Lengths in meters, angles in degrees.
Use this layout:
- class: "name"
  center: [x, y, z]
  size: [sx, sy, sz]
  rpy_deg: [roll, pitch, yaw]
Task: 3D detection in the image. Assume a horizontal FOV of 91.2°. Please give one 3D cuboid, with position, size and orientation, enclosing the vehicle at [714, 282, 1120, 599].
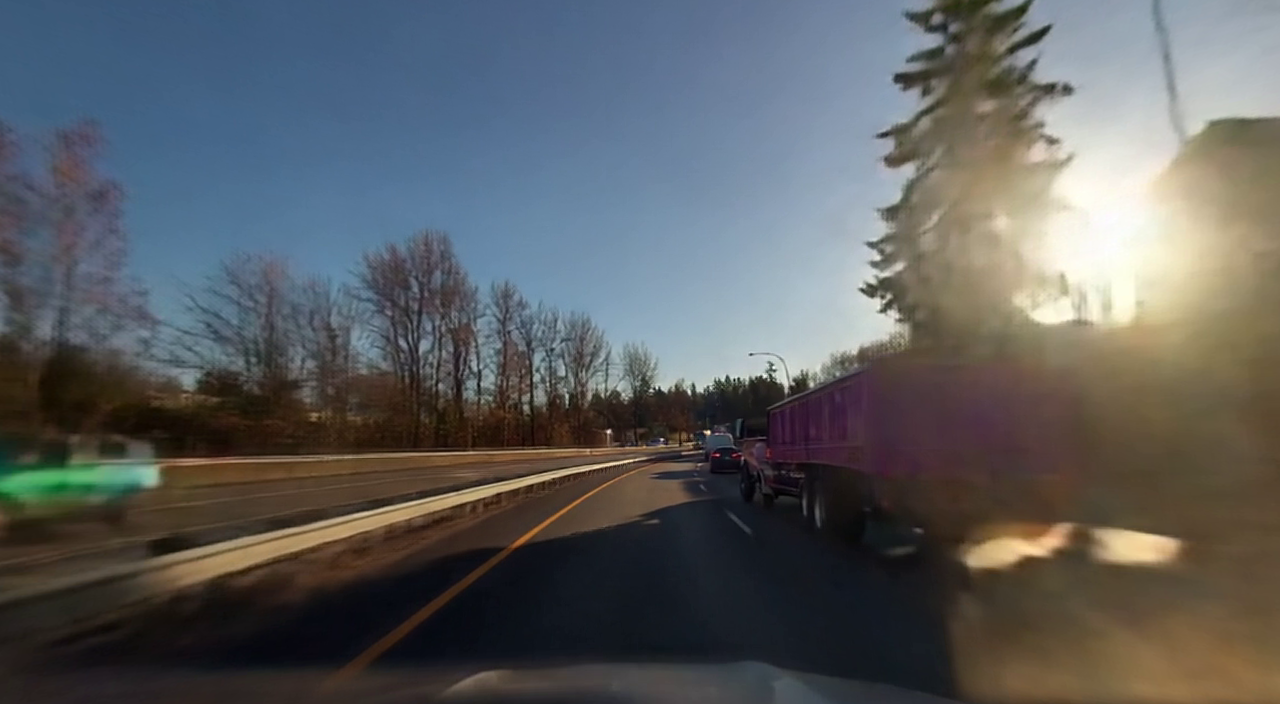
- class: "vehicle"
  center: [3.914, 2.038, 14.301]
  size: [2.916, 3.563, 14.462]
  rpy_deg: [0, -9, 1]

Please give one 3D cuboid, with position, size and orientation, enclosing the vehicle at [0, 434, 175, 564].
- class: "vehicle"
  center: [-8.638, 1.821, 7.876]
  size: [1.962, 1.539, 4.572]
  rpy_deg: [-1, -9, 2]
